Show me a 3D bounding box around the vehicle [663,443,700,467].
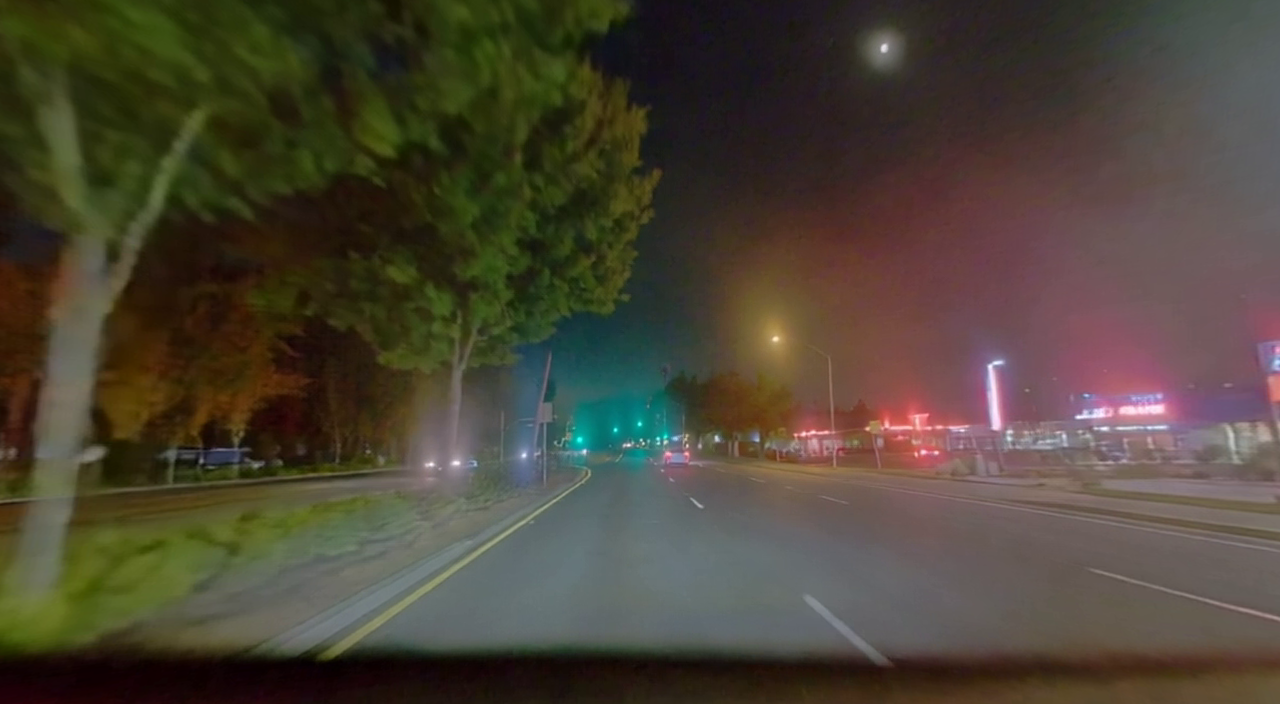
[{"bbox_3d":[2.702,6.895,42.262,2.015,1.479,4.444,0,-8,-2],"label":"vehicle"}]

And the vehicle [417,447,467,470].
[{"bbox_3d":[-13.482,7.266,43.153,1.902,1.481,4.518,0,-8,0],"label":"vehicle"}]

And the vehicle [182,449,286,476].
[{"bbox_3d":[-29.827,8.111,46.378,6.013,1.767,2.250,0,-8,-3],"label":"vehicle"}]
